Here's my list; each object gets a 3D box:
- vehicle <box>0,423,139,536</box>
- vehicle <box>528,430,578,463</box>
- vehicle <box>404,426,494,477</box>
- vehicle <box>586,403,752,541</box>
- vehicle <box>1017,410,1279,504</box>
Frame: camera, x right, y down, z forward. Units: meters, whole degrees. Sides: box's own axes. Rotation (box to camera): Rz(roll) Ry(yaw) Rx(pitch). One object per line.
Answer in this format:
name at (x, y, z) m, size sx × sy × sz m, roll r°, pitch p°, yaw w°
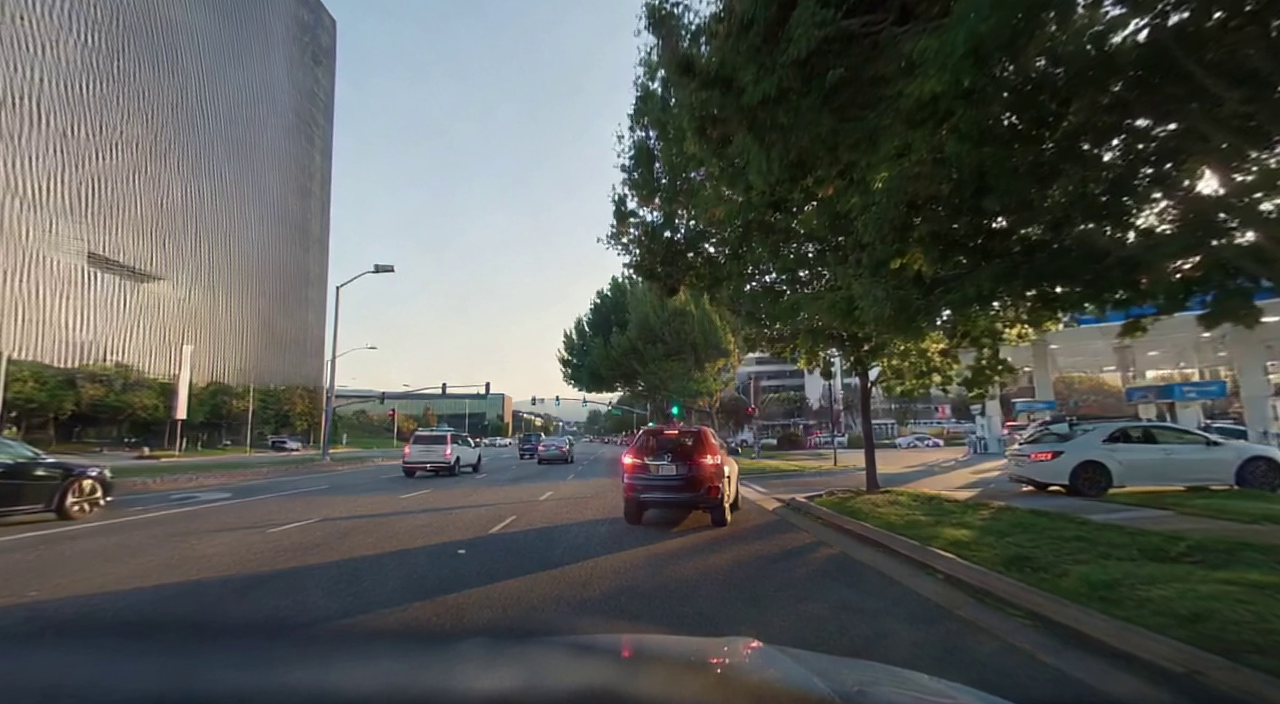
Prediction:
vehicle at (-9.841, 1.766, 8.706) m, size 1.965 × 1.541 × 4.718 m, roll 0°, pitch -8°, yaw 0°
vehicle at (-4.615, 5.116, 34.130) m, size 2.081 × 1.698 × 4.362 m, roll 0°, pitch -8°, yaw -1°
vehicle at (-6.829, 3.626, 23.062) m, size 2.018 × 1.658 × 4.391 m, roll 0°, pitch -8°, yaw -1°
vehicle at (0.701, 1.896, 10.561) m, size 2.169 × 1.751 × 4.613 m, roll -1°, pitch -9°, yaw 8°
vehicle at (10.257, 1.957, 11.665) m, size 5.052 × 1.482 × 2.266 m, roll 1°, pitch -10°, yaw 3°
